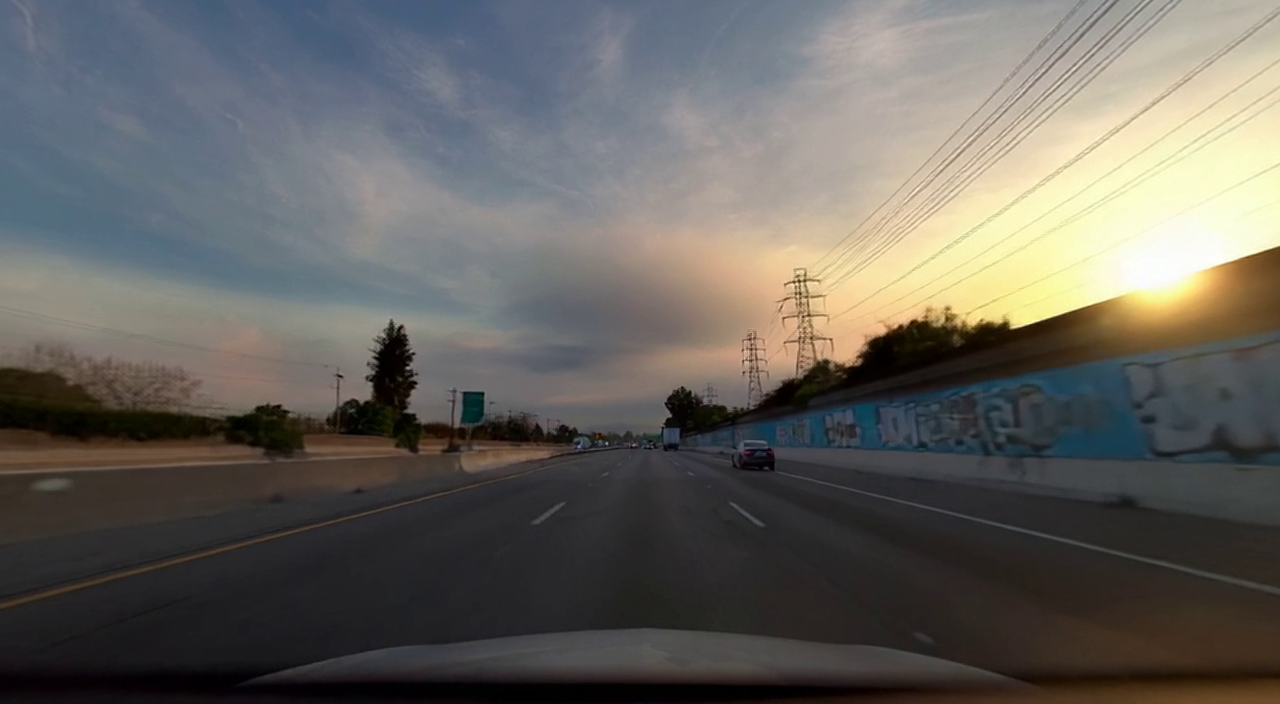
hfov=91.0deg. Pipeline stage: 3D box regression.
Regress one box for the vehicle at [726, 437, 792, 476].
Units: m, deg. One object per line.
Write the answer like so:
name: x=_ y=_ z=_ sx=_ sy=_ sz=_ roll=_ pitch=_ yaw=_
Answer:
vehicle: x=4.899 y=4.361 z=26.486 sx=1.991 sy=1.494 sz=3.951 roll=0 pitch=-8 yaw=-1
